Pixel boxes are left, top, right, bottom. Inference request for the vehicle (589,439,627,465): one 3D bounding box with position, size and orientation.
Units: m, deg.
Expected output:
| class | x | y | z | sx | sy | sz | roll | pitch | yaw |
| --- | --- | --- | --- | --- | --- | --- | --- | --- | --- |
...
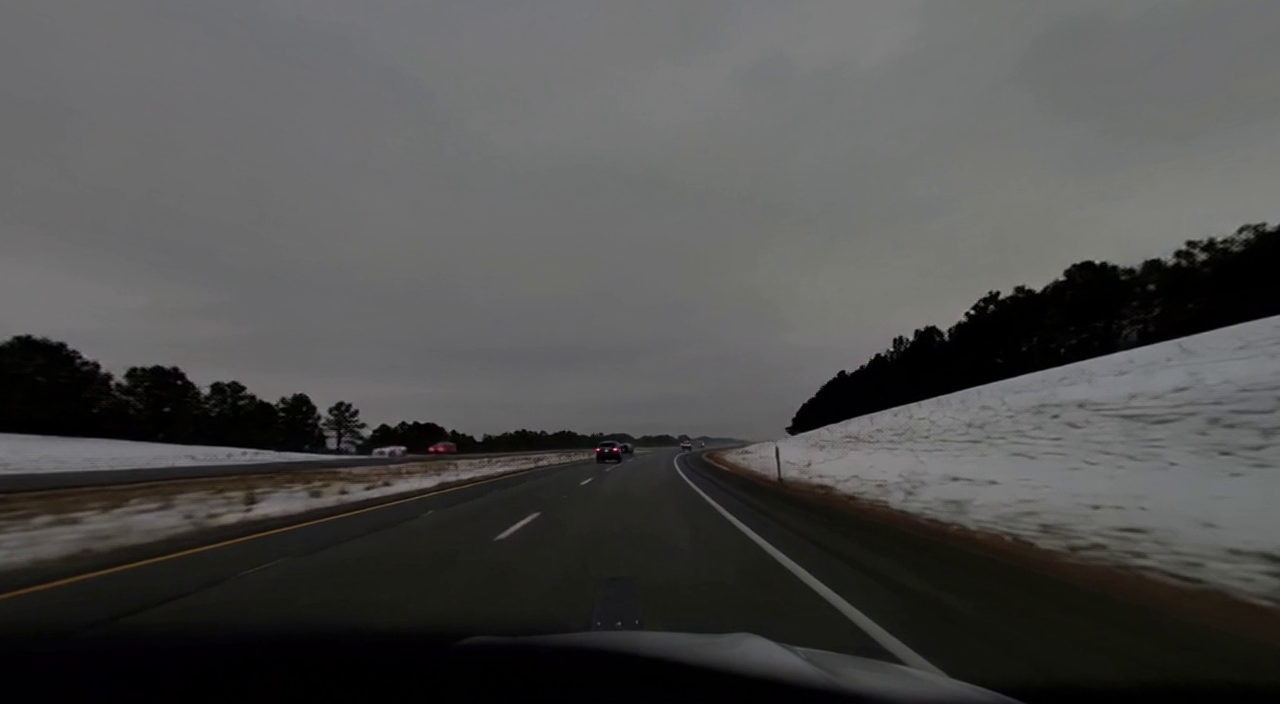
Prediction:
| class | x | y | z | sx | sy | sz | roll | pitch | yaw |
| --- | --- | --- | --- | --- | --- | --- | --- | --- | --- |
| vehicle | -2.260 | 7.231 | 45.890 | 2.252 | 1.743 | 4.560 | -1 | -9 | 3 |
